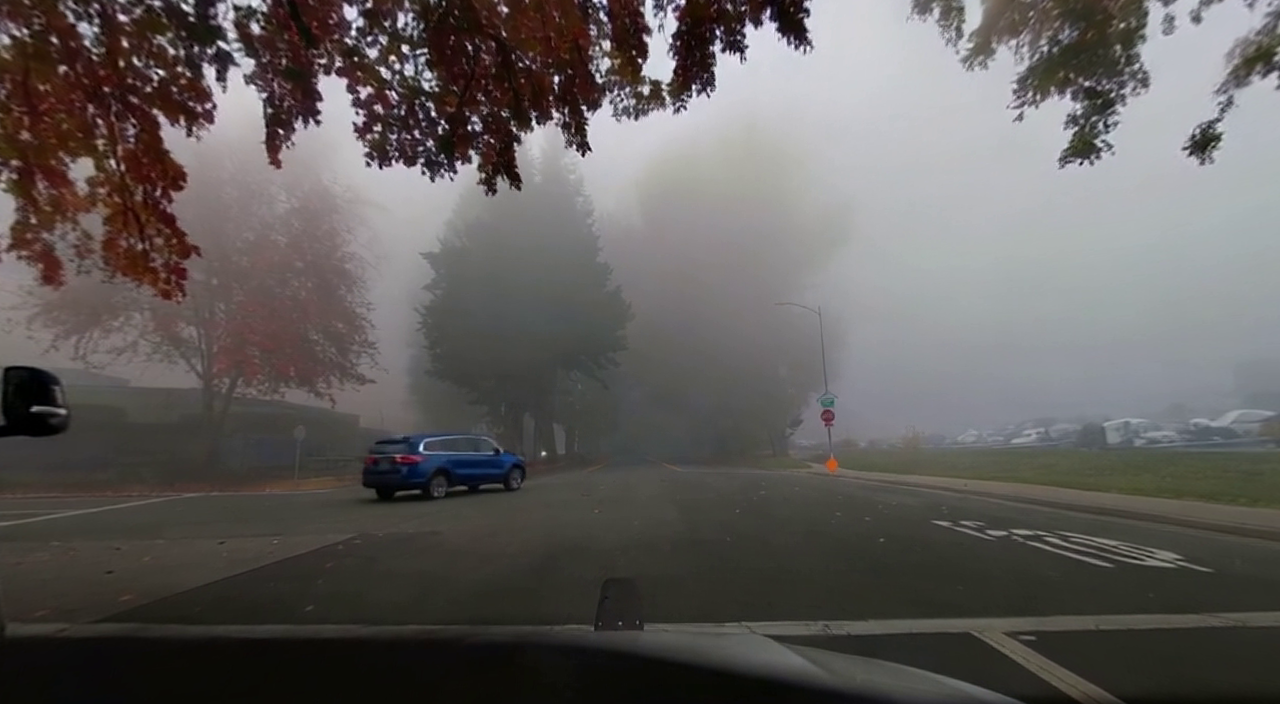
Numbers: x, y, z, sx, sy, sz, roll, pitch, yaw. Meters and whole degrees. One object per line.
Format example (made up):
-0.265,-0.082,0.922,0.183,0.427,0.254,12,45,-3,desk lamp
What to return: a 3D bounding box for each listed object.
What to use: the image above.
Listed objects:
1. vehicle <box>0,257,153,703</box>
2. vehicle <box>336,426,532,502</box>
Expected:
-3.478,0.416,0.696,2.145,2.038,4.656,0,-8,-1,vehicle
-6.182,3.424,19.805,2.284,2.012,5.607,-5,-10,32,vehicle
